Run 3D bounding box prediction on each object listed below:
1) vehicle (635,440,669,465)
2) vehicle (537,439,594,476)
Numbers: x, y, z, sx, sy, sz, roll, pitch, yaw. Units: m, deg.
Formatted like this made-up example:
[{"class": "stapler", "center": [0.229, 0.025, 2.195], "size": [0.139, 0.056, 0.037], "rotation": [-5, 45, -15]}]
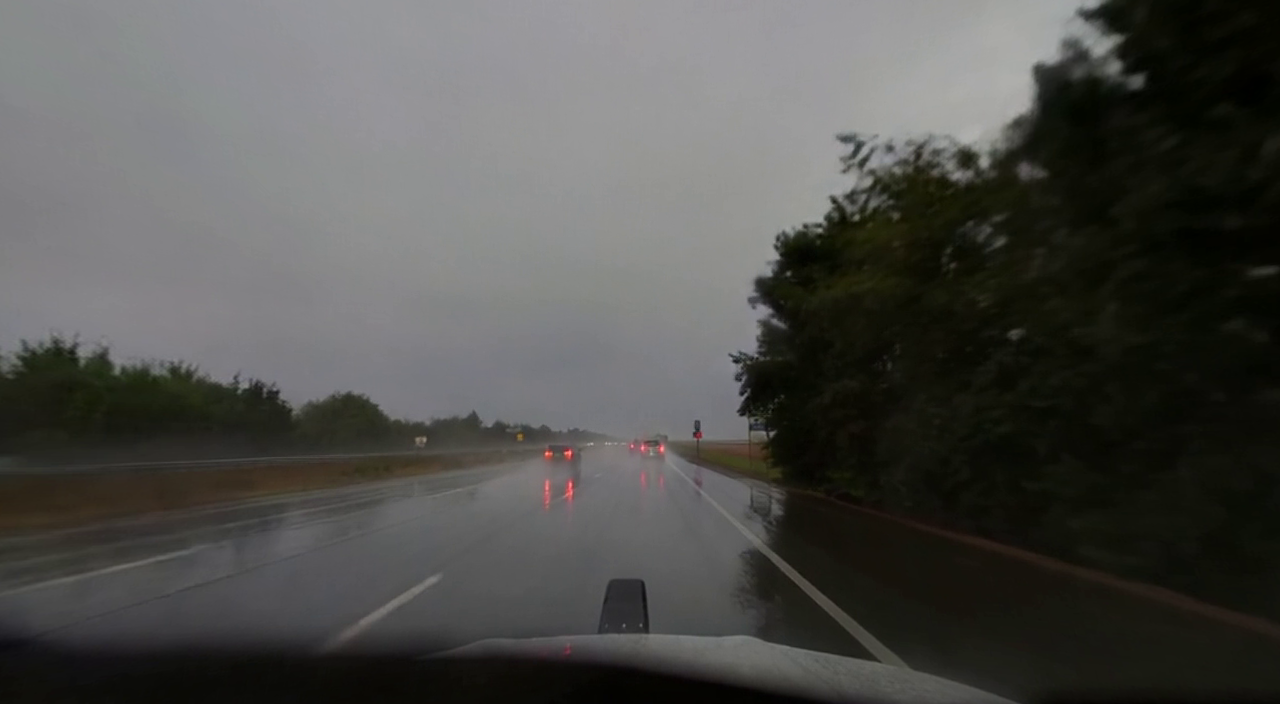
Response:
[{"class": "vehicle", "center": [0.828, 6.998, 44.068], "size": [2.259, 1.697, 4.106], "rotation": [0, -8, 1]}, {"class": "vehicle", "center": [-3.418, 4.966, 29.919], "size": [2.028, 1.634, 4.441], "rotation": [0, -8, 2]}]
